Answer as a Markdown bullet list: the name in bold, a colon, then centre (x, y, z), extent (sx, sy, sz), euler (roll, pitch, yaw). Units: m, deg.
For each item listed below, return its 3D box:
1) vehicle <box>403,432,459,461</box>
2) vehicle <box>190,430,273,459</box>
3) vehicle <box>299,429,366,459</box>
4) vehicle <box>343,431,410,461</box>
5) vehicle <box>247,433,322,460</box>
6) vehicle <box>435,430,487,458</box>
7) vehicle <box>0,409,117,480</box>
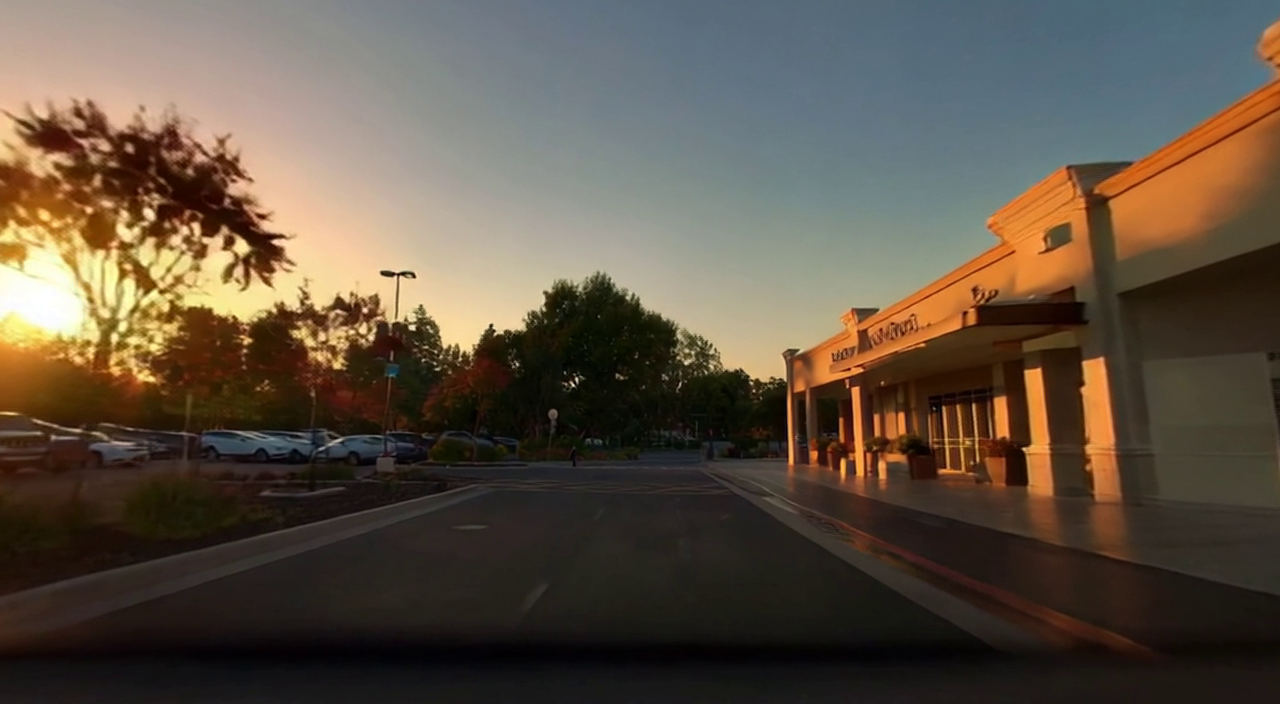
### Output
- **vehicle**: centre (-12.241, 5.564, 37.273), extent (1.892, 1.597, 4.259), euler (0, -8, -1)
- **vehicle**: centre (-23.624, 5.370, 36.740), extent (1.773, 1.498, 4.085), euler (3, -8, 6)
- **vehicle**: centre (-18.068, 5.477, 37.315), extent (1.902, 1.645, 3.903), euler (0, -9, 1)
- **vehicle**: centre (-15.281, 5.480, 36.867), extent (1.928, 1.613, 4.197), euler (0, -8, 3)
- **vehicle**: centre (-20.640, 5.494, 36.827), extent (1.909, 1.474, 3.908), euler (0, -8, 3)
- **vehicle**: centre (-12.117, 6.289, 43.197), extent (2.058, 1.832, 5.009), euler (0, -8, 0)
- **vehicle**: centre (-18.369, 2.715, 18.543), extent (1.972, 1.923, 4.535), euler (0, -8, 1)
